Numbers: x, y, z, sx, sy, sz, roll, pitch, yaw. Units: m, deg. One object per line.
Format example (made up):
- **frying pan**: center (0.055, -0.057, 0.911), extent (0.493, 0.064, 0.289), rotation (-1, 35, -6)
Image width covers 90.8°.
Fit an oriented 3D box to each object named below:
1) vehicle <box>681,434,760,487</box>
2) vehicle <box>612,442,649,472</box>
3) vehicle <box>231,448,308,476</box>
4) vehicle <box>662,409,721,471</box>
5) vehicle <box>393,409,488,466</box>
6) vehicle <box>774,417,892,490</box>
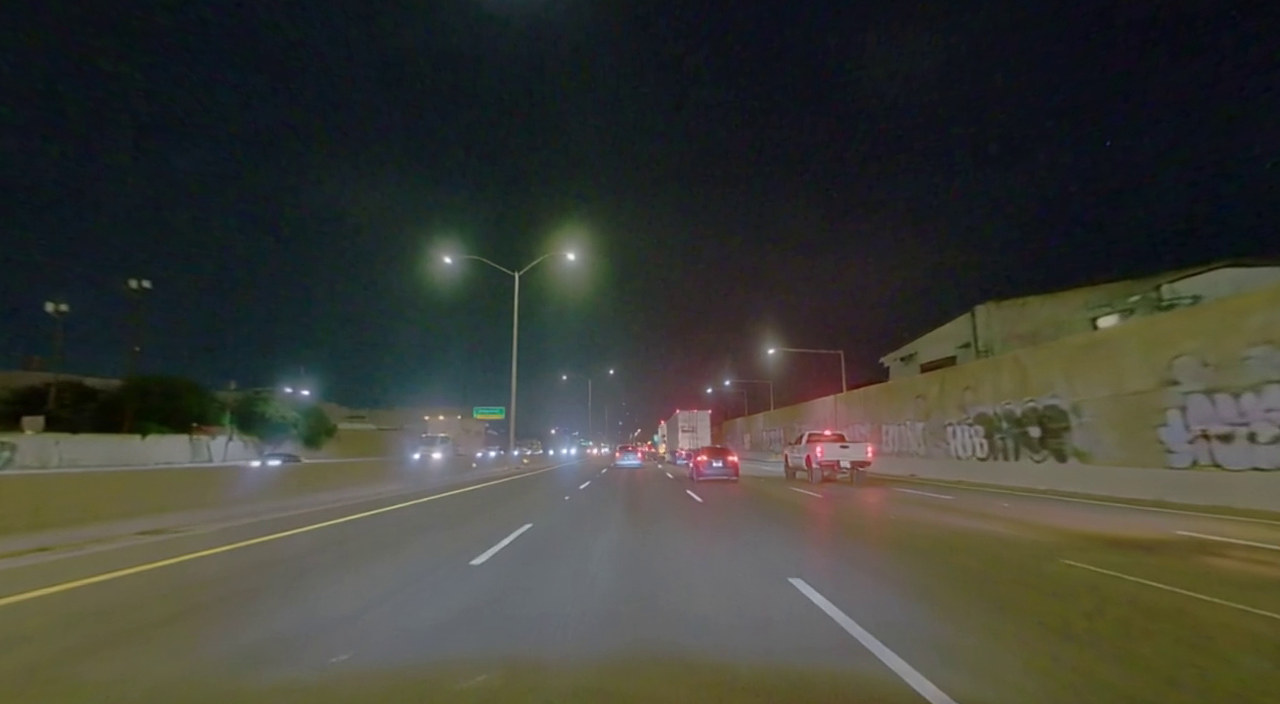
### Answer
- **vehicle**: center (3.000, 4.203, 24.824), extent (2.249, 1.843, 5.176), rotation (0, -9, -2)
- **vehicle**: center (-0.586, 6.189, 37.338), extent (2.073, 1.640, 3.990), rotation (0, -9, -1)
- **vehicle**: center (-20.684, 6.138, 35.467), extent (1.812, 1.467, 4.068), rotation (0, -9, 0)
- **vehicle**: center (3.348, 6.239, 44.455), extent (2.976, 3.806, 10.591), rotation (0, -9, -2)
- **vehicle**: center (-14.156, 6.396, 46.383), extent (3.011, 3.586, 12.393), rotation (0, -9, 0)
- **vehicle**: center (7.040, 3.834, 24.067), extent (2.322, 2.360, 6.433), rotation (0, -9, -1)
